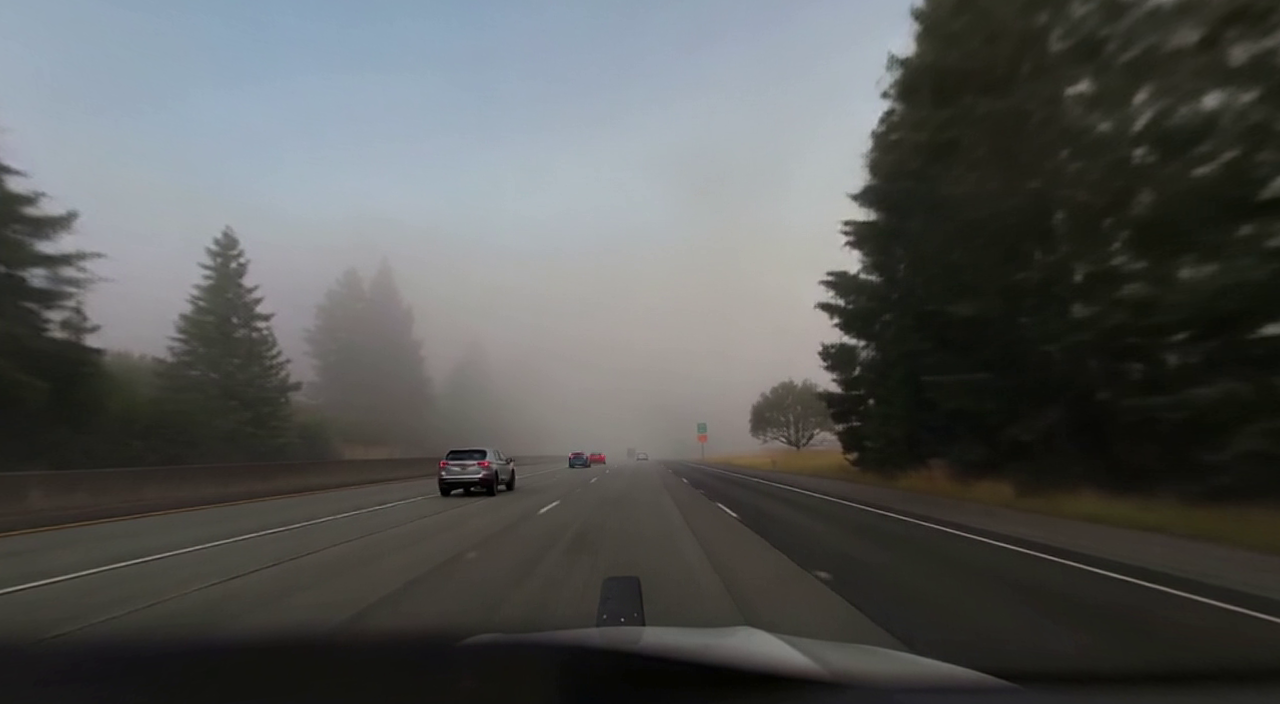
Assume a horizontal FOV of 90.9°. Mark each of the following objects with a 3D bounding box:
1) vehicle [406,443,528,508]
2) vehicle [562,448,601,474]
[{"bbox_3d":[-4.478,3.276,17.159,1.975,1.501,4.603,0,-9,1],"label":"vehicle"},{"bbox_3d":[-3.522,6.663,38.629,2.005,1.474,3.921,0,-9,1],"label":"vehicle"}]
